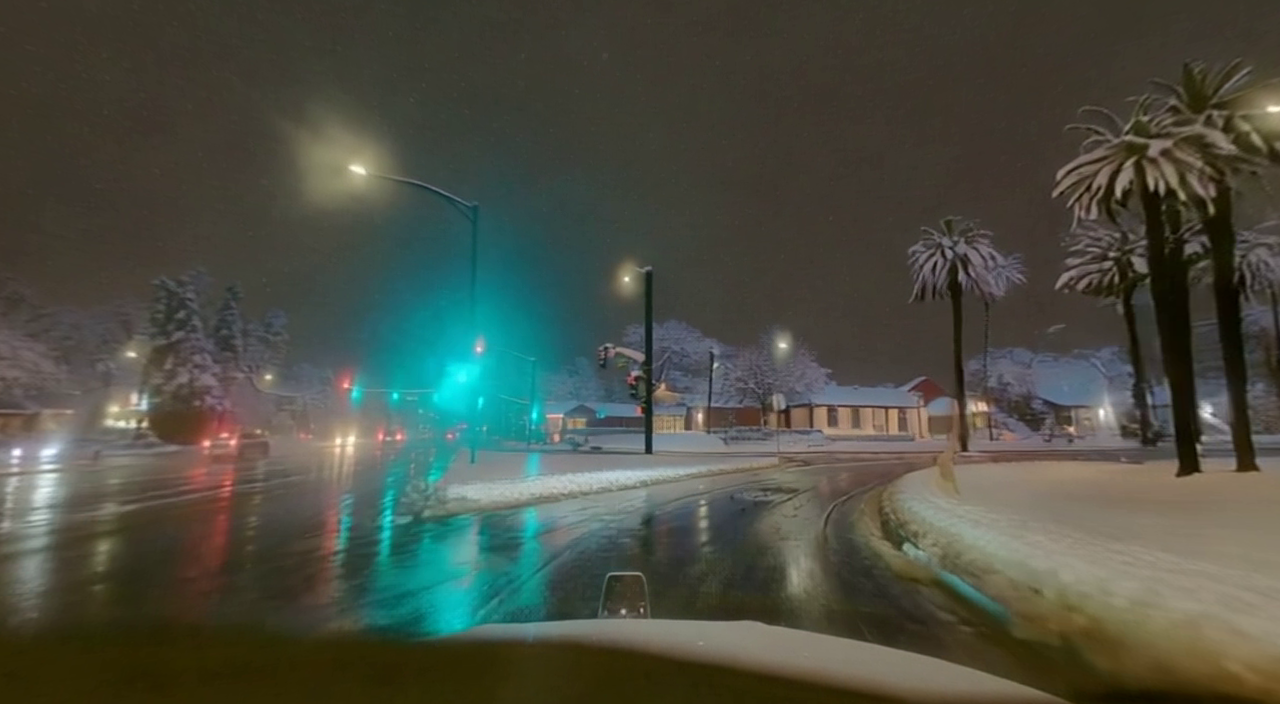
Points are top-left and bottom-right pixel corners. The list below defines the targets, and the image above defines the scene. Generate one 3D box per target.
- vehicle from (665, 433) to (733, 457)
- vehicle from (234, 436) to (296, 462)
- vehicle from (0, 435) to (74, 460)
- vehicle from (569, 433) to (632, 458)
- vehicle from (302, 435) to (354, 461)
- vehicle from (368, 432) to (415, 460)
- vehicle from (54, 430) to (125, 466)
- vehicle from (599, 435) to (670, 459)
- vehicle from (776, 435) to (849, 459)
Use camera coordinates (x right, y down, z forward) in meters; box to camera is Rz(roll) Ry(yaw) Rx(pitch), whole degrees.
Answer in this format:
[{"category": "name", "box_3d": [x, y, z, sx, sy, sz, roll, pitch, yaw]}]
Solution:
[{"category": "vehicle", "box_3d": [4.451, 7.037, 47.591, 4.713, 1.664, 1.909, 1, -10, -12]}, {"category": "vehicle", "box_3d": [-22.923, 5.964, 38.561, 1.900, 1.462, 4.225, 2, -9, -12]}, {"category": "vehicle", "box_3d": [-43.234, 6.799, 44.893, 4.371, 1.712, 1.992, -3, -9, 19]}, {"category": "vehicle", "box_3d": [-2.925, 6.958, 46.396, 4.333, 1.626, 1.888, 4, -11, -11]}, {"category": "vehicle", "box_3d": [-20.176, 6.210, 40.722, 1.977, 1.584, 3.983, 2, -9, -12]}, {"category": "vehicle", "box_3d": [-16.680, 6.320, 42.326, 2.114, 1.784, 4.450, 2, -9, -11]}, {"category": "vehicle", "box_3d": [-28.645, 5.005, 32.806, 2.156, 1.742, 4.264, 6, -10, -34]}, {"category": "vehicle", "box_3d": [-0.405, 6.589, 43.607, 4.648, 1.501, 1.862, 3, -9, -11]}, {"category": "vehicle", "box_3d": [13.567, 7.497, 49.446, 5.112, 1.593, 1.865, -1, -9, -12]}]
